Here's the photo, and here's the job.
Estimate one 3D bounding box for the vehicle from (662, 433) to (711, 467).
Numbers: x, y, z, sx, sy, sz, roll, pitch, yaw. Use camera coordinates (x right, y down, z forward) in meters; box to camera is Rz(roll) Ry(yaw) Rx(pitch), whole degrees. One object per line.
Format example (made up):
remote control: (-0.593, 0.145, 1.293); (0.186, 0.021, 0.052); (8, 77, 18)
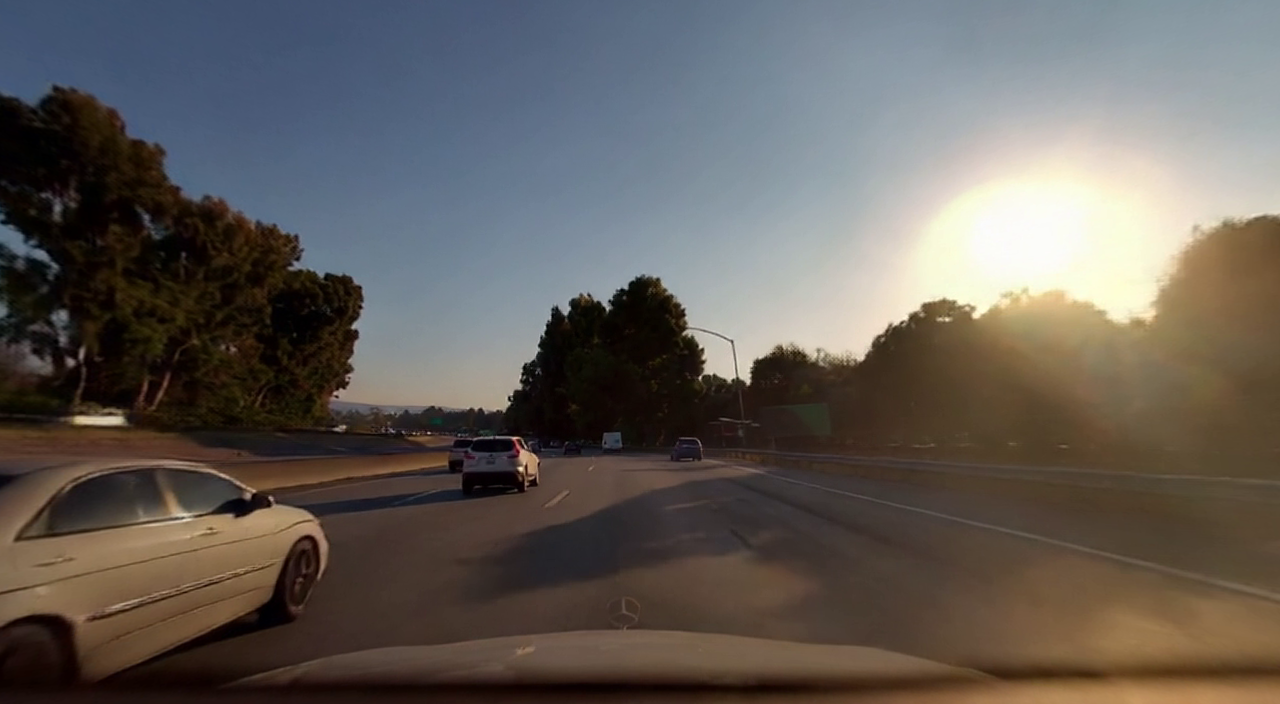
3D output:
vehicle: (2.413, 5.272, 33.813); (2.053, 1.698, 4.097); (1, -9, -3)

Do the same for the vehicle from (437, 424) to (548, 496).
vehicle: (-3.797, 2.868, 17.037); (2.002, 1.680, 4.301); (0, -9, 0)

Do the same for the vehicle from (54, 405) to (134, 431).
vehicle: (-37.416, 4.578, 43.273); (1.756, 1.550, 4.277); (0, -9, -2)
